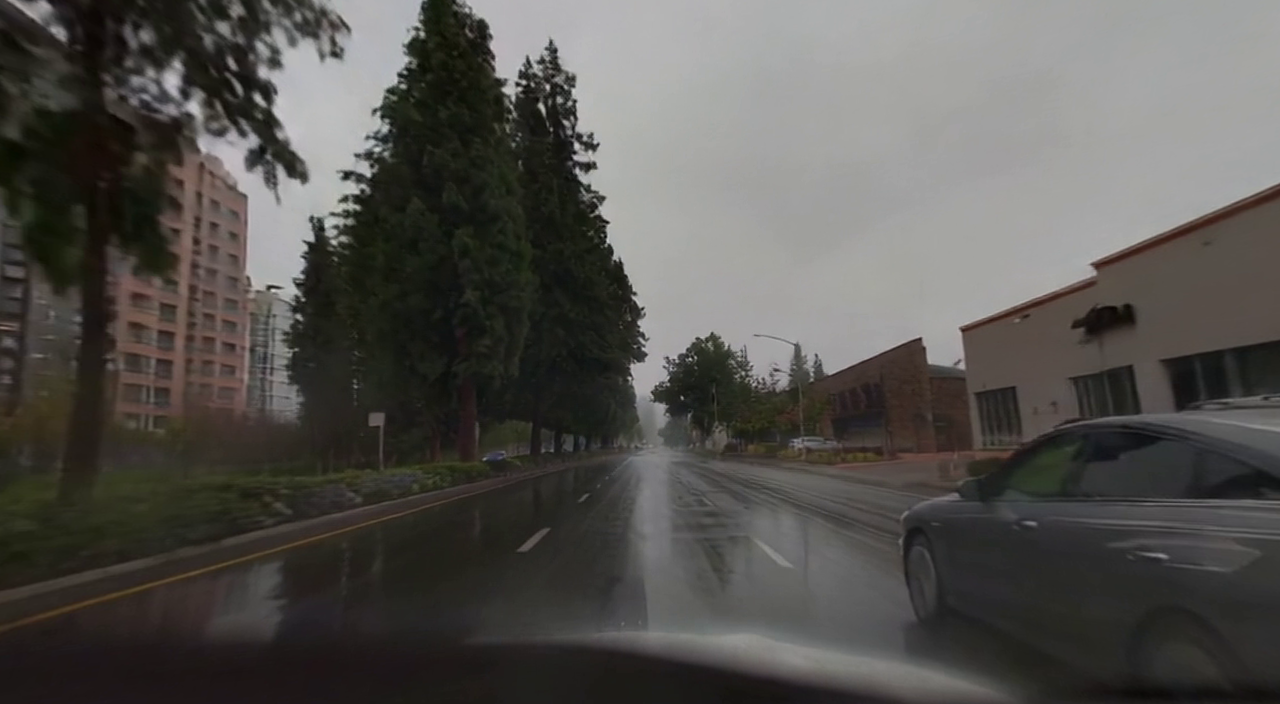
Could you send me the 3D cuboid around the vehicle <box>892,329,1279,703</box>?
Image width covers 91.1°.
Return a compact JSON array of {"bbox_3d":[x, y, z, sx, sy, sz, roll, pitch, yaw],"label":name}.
[{"bbox_3d":[3.185,0.903,2.990,2.090,1.685,4.436,0,-8,0],"label":"vehicle"}]
